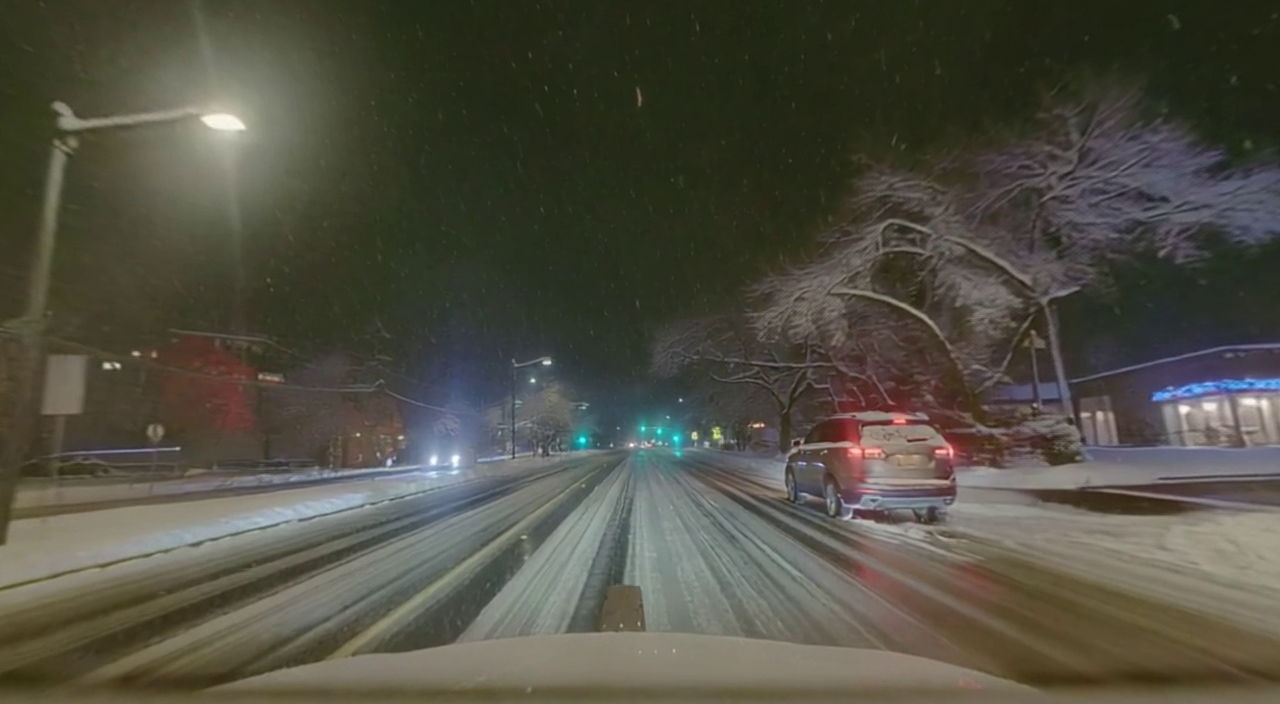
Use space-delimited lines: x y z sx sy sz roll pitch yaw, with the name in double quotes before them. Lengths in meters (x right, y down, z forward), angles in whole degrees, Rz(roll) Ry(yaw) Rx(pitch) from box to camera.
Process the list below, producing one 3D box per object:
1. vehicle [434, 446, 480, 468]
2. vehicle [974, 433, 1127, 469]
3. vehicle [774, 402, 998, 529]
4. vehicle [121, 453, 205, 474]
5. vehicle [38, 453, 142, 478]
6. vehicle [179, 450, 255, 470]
"vehicle" -13.137 7.534 45.655 1.915 1.483 4.730 0 -8 0
"vehicle" 16.617 4.036 25.766 4.848 1.418 1.914 0 -8 2
"vehicle" 4.379 2.139 12.421 2.185 1.956 5.128 0 -8 -2
"vehicle" -32.552 7.595 43.182 4.393 1.394 1.612 0 -8 1
"vehicle" -32.665 6.744 37.608 4.635 1.422 1.725 0 -8 3
"vehicle" -32.577 8.345 48.769 4.397 1.483 2.036 0 -8 2
